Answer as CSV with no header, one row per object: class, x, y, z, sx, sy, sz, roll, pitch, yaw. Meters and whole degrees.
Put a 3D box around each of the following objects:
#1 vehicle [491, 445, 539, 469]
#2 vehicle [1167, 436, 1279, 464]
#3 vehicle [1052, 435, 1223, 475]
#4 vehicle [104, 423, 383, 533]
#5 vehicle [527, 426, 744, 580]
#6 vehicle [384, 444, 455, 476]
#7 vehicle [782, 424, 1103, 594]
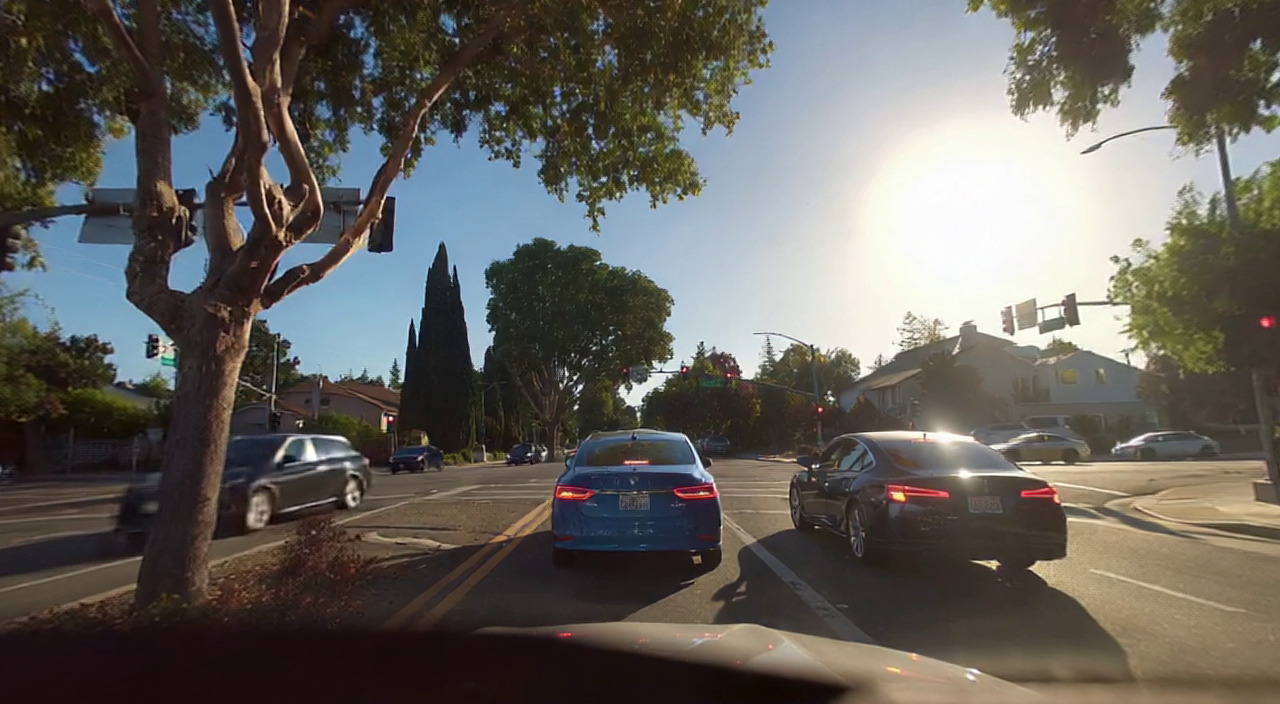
vehicle,-7.568,6.422,38.739,2.040,1.374,4.150,0,-8,1
vehicle,31.163,5.213,33.642,4.489,1.432,1.790,0,-9,0
vehicle,21.043,4.396,26.961,5.159,1.600,2.329,-1,-9,5
vehicle,-7.512,2.433,12.864,2.383,1.779,4.973,0,-8,1
vehicle,-0.062,1.779,8.260,2.103,1.478,4.073,0,-8,-1
vehicle,-11.463,5.625,33.184,2.125,1.476,4.385,-2,-8,1
vehicle,3.172,1.712,7.756,1.913,1.505,4.097,0,-8,0
